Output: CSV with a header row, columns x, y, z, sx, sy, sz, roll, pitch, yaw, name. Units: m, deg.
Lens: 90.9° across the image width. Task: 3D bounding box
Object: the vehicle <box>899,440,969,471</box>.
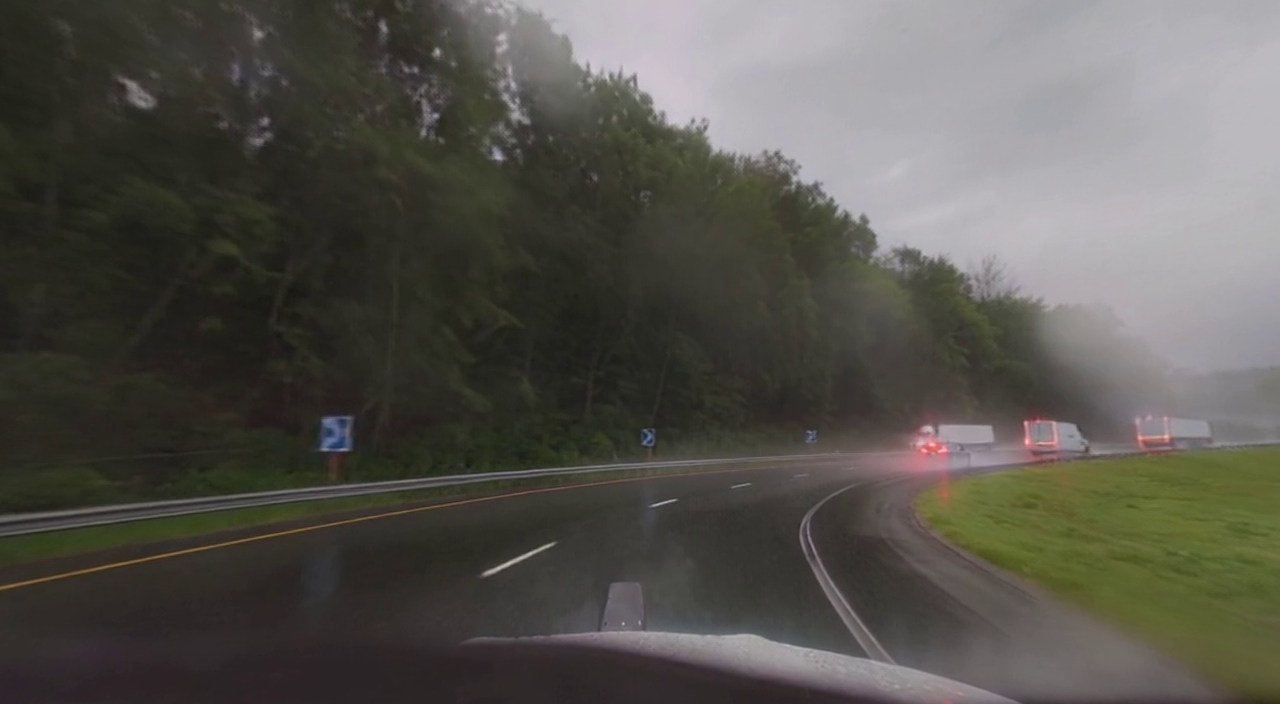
x,y,z,sx,sy,sz,roll,pitch,yaw,name
16.951,5.946,36.226,2.221,1.674,4.325,-9,-13,43,vehicle
